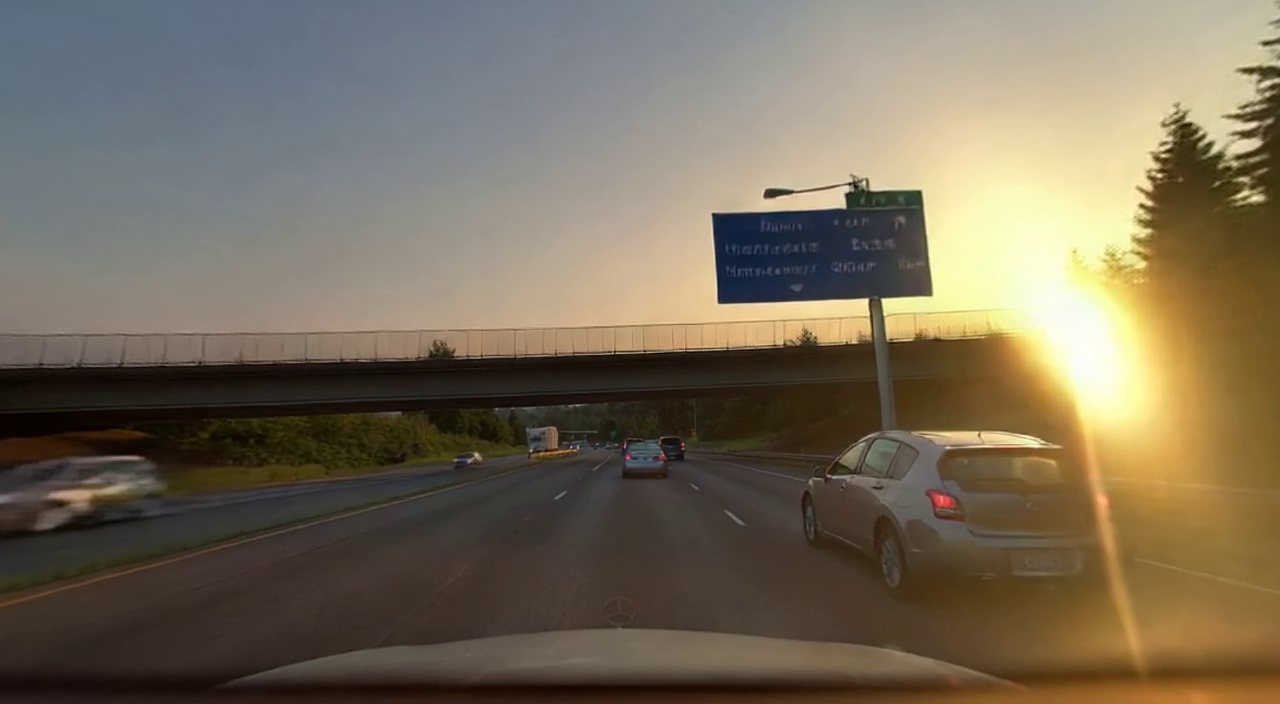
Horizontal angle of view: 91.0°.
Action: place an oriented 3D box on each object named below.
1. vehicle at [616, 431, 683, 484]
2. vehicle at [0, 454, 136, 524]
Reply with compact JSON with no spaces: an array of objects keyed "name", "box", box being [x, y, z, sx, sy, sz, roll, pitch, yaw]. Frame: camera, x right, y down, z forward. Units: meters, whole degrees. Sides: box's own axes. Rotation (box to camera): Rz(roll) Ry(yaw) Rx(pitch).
[{"name":"vehicle","box":[0.220,3.634,21.942,2.092,1.636,4.024,0,-8,-2]},{"name":"vehicle","box":[-14.974,3.254,15.210,1.876,1.450,4.551,0,-8,-1]}]
